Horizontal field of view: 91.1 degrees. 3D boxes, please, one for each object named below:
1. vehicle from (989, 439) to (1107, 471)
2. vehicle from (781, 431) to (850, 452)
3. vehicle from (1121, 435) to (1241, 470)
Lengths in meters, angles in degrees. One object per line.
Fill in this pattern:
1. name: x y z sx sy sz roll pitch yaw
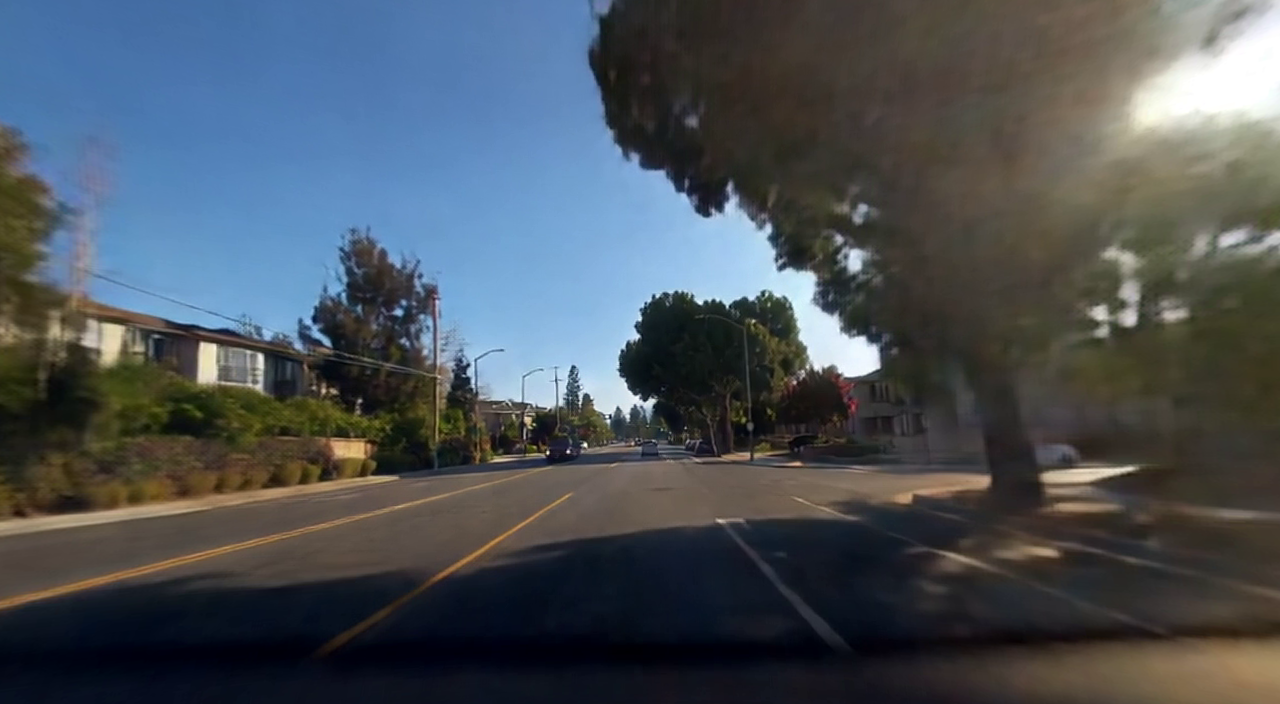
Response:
1. vehicle: 21.013 5.287 32.425 4.849 1.470 2.041 0 -8 -7
2. vehicle: 13.809 7.084 49.565 4.674 1.557 2.288 1 -9 -5
3. vehicle: 28.775 5.391 33.463 4.686 1.536 2.037 4 -11 -6
